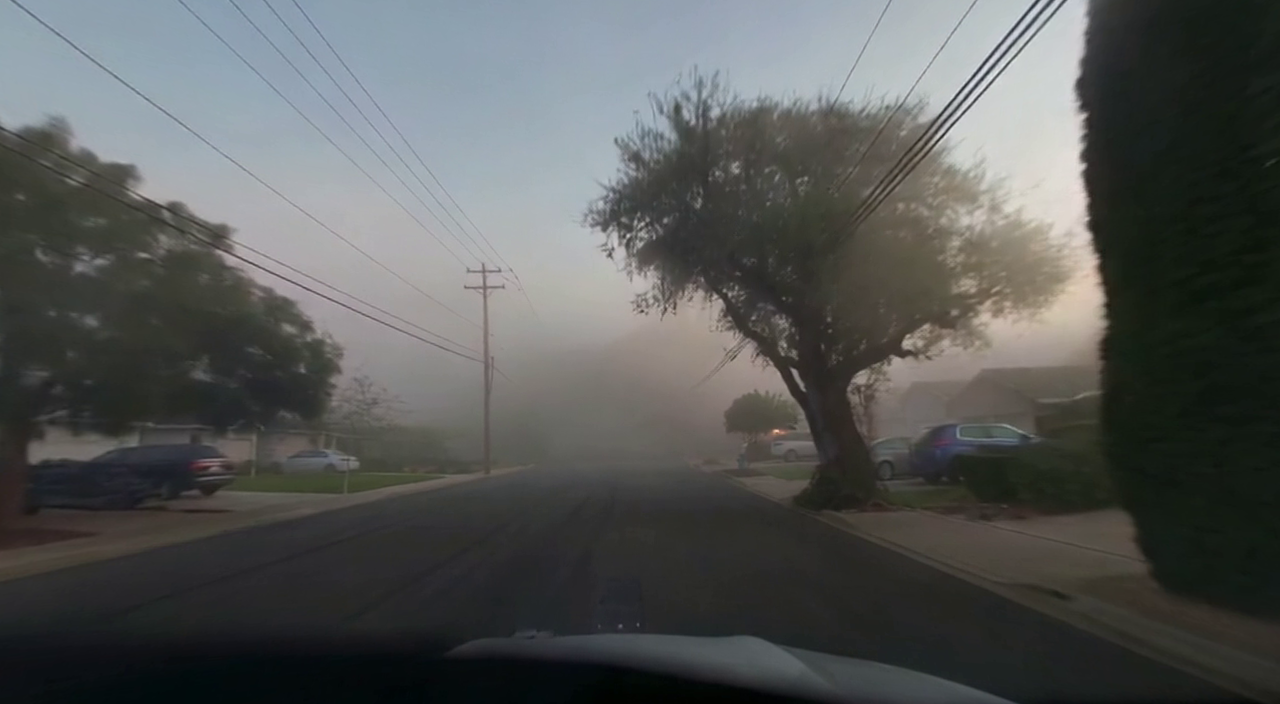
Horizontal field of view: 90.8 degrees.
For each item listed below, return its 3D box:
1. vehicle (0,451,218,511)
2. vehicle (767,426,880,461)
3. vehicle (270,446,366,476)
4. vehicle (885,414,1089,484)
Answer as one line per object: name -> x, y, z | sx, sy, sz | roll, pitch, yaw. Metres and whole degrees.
vehicle -> -13.396, 3.241, 16.120 | 3.877, 1.411, 1.869 | 0, -9, -2
vehicle -> 10.953, 5.509, 38.097 | 5.968, 1.963, 2.573 | 1, -8, -4
vehicle -> -18.047, 6.115, 35.521 | 4.304, 1.643, 1.969 | 0, -9, 1
vehicle -> 9.642, 2.723, 17.930 | 4.465, 1.727, 2.127 | -2, -8, 2
